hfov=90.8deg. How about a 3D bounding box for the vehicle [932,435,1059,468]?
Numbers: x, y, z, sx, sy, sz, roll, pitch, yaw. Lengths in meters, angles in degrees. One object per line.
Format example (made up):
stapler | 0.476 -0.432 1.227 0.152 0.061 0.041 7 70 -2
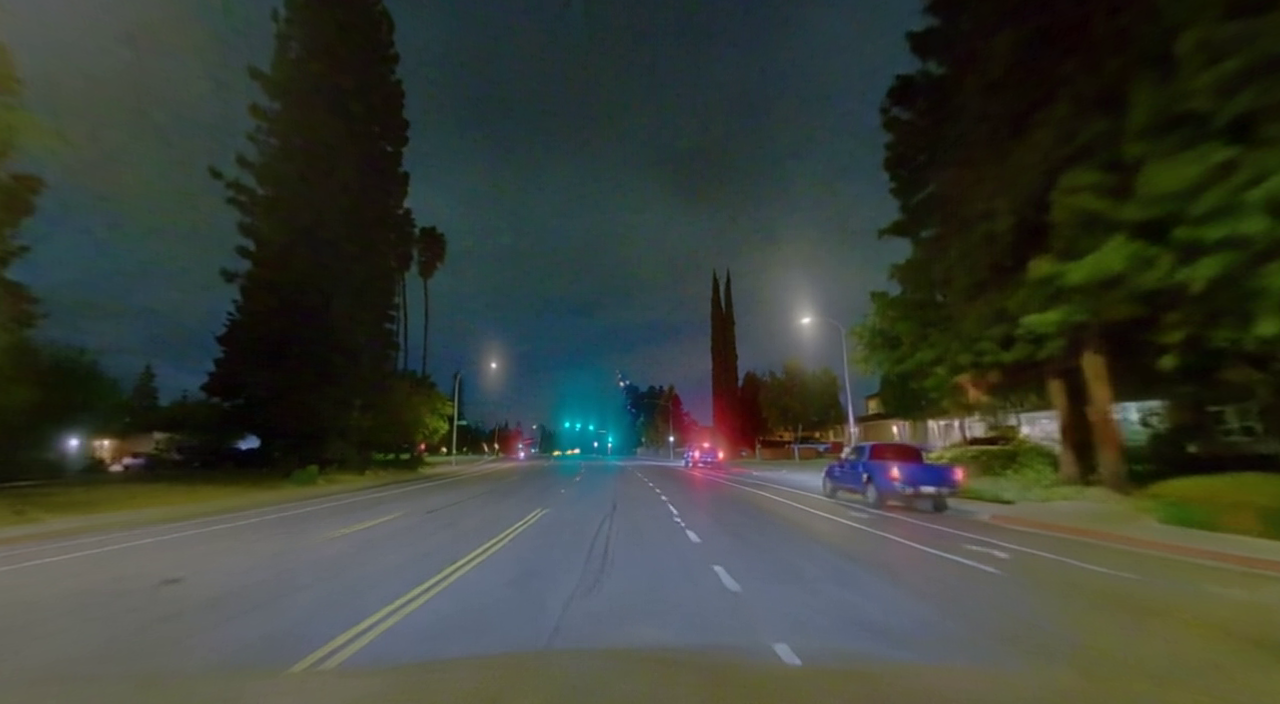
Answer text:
vehicle | 16.294 4.588 29.156 4.656 1.466 1.924 0 -9 0

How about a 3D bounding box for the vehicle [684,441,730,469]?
vehicle | 4.766 7.390 45.611 2.285 1.868 5.575 1 -9 -4

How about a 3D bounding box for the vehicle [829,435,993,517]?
vehicle | 6.419 2.965 15.673 2.024 1.710 4.525 0 -9 0
